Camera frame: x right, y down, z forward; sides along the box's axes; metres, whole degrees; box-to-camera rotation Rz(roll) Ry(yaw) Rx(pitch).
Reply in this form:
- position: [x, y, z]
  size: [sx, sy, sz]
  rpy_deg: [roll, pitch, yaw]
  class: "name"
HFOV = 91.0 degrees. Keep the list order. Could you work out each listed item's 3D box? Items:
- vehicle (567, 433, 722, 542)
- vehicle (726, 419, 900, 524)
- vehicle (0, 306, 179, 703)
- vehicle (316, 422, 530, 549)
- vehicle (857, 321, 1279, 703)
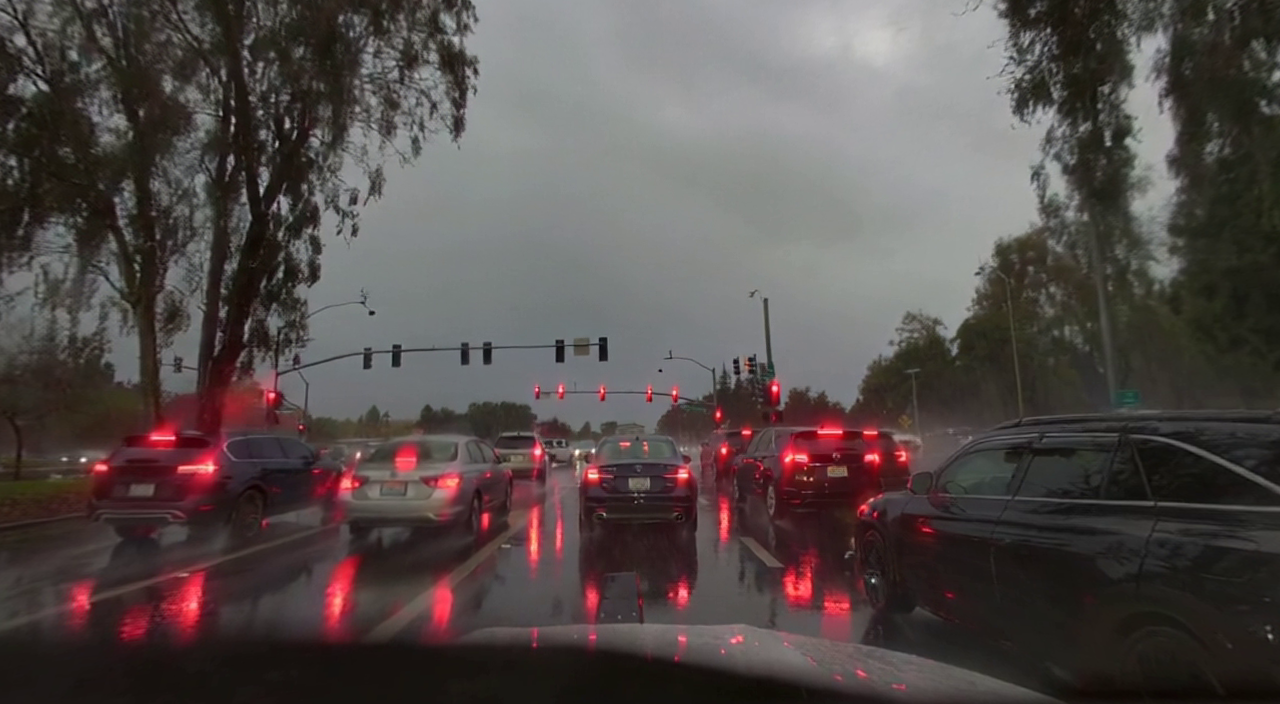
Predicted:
- position: [-0.006, 2.101, 10.420]
  size: [2.076, 1.438, 3.770]
  rpy_deg: [0, -8, -2]
  class: "vehicle"
- position: [3.075, 2.228, 12.248]
  size: [2.106, 1.667, 4.101]
  rpy_deg: [0, -8, -1]
  class: "vehicle"
- position: [-3.207, 0.496, 0.605]
  size: [2.079, 1.756, 4.676]
  rpy_deg: [0, -8, -2]
  class: "vehicle"
- position: [-3.068, 1.973, 10.014]
  size: [1.896, 1.546, 4.378]
  rpy_deg: [0, -8, -1]
  class: "vehicle"
- position: [3.147, 0.987, 3.746]
  size: [2.074, 1.685, 4.387]
  rpy_deg: [0, -8, -1]
  class: "vehicle"
